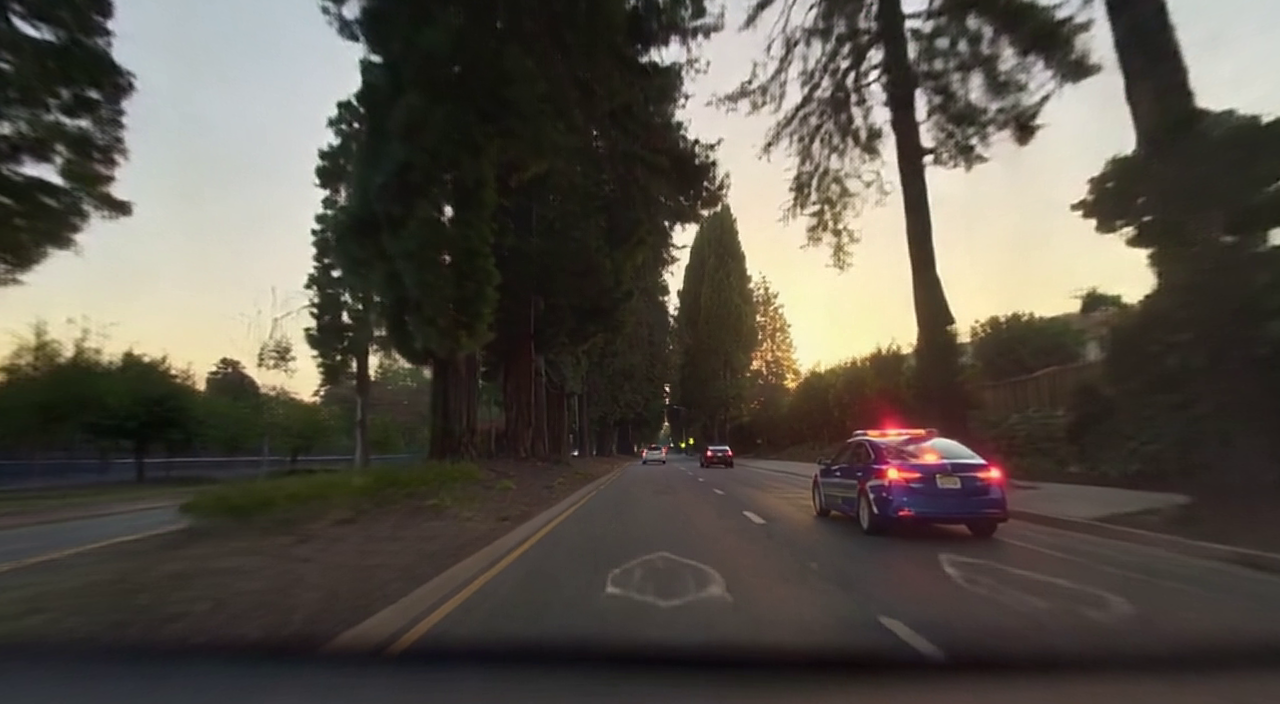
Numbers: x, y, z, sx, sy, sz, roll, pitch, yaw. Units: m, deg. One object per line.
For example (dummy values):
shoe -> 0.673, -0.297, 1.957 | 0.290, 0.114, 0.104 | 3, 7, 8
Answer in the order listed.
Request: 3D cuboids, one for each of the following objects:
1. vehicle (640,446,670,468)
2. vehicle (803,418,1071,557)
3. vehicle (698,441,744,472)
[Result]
vehicle -> 1.043, 7.420, 44.933 | 2.026, 1.466, 4.282 | 0, -8, 0
vehicle -> 4.079, 1.919, 9.629 | 2.052, 1.639, 4.123 | 0, -8, 0
vehicle -> 4.561, 5.951, 36.211 | 2.110, 1.666, 3.912 | 0, -8, 0
